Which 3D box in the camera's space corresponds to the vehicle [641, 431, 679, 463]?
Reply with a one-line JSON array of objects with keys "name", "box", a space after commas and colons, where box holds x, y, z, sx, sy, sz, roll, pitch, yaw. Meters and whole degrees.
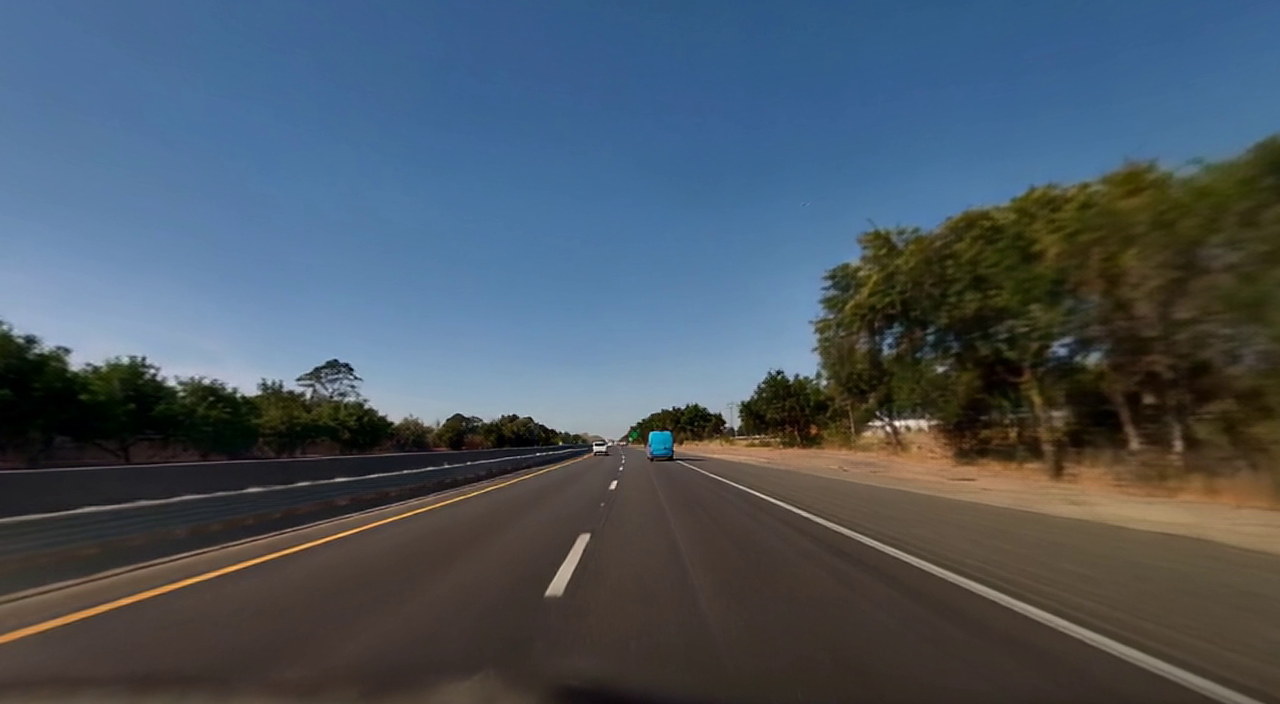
[{"name": "vehicle", "box": [1.324, 6.610, 44.010, 2.269, 2.048, 4.679, 0, -8, -2]}]
